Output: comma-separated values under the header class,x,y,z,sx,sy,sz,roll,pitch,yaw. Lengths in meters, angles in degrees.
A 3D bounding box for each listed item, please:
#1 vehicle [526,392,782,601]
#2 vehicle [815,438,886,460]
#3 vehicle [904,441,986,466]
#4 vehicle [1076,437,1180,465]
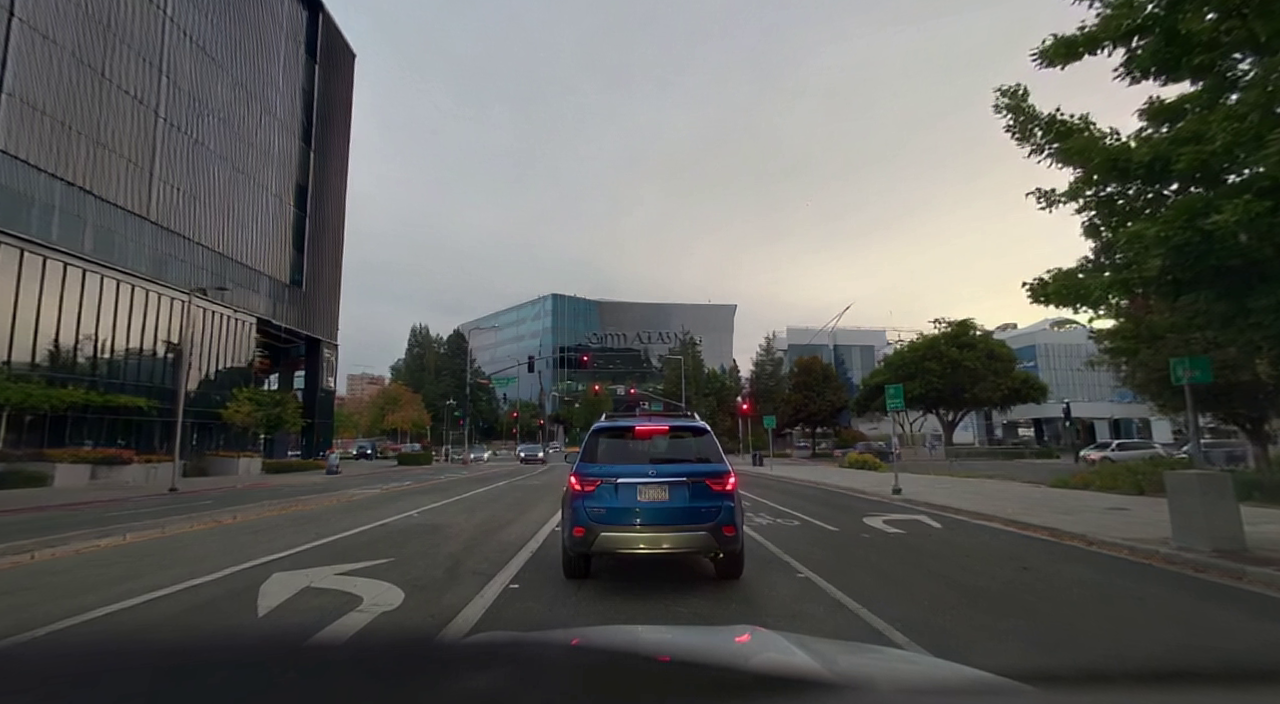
class,x,y,z,sx,sy,sz,roll,pitch,yaw
vehicle,0.021,1.526,7.499,2.183,1.765,4.059,0,-9,-3
vehicle,15.182,7.014,45.700,4.422,1.563,1.751,0,-9,-1
vehicle,18.515,6.151,38.480,4.034,1.448,1.798,0,-9,-3
vehicle,29.816,6.056,38.682,4.571,1.558,2.171,0,-9,-2
